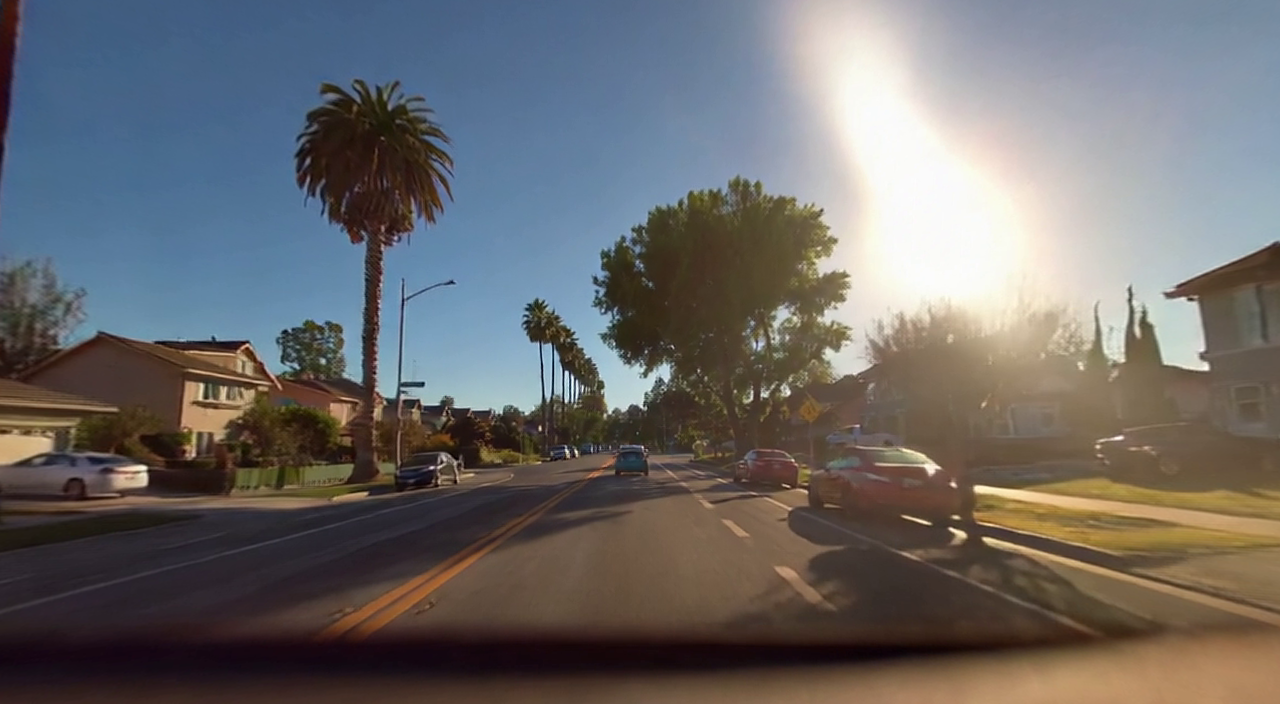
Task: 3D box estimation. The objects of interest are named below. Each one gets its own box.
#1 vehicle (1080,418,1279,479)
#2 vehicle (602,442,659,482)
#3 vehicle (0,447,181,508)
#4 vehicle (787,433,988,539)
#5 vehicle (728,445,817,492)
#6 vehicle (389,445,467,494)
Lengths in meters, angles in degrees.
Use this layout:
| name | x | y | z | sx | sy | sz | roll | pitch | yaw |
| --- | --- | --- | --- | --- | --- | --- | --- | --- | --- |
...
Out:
| name | x | y | z | sx | sy | sz | roll | pitch | yaw |
| --- | --- | --- | --- | --- | --- | --- | --- | --- | --- |
| vehicle | 14.256 | 2.495 | 16.389 | 4.225 | 1.480 | 1.887 | 0 | -9 | -1 |
| vehicle | -0.402 | 4.417 | 25.579 | 2.098 | 1.483 | 4.099 | 0 | -9 | -1 |
| vehicle | -15.762 | 3.358 | 17.211 | 4.654 | 1.490 | 2.381 | 0 | -9 | 2 |
| vehicle | 4.539 | 2.533 | 12.723 | 2.017 | 1.646 | 5.389 | 0 | -9 | 2 |
| vehicle | 4.652 | 4.191 | 23.087 | 2.013 | 1.501 | 5.235 | 0 | -9 | -1 |
| vehicle | -8.859 | 4.898 | 26.770 | 1.945 | 1.666 | 4.107 | -3 | -6 | -1 |
